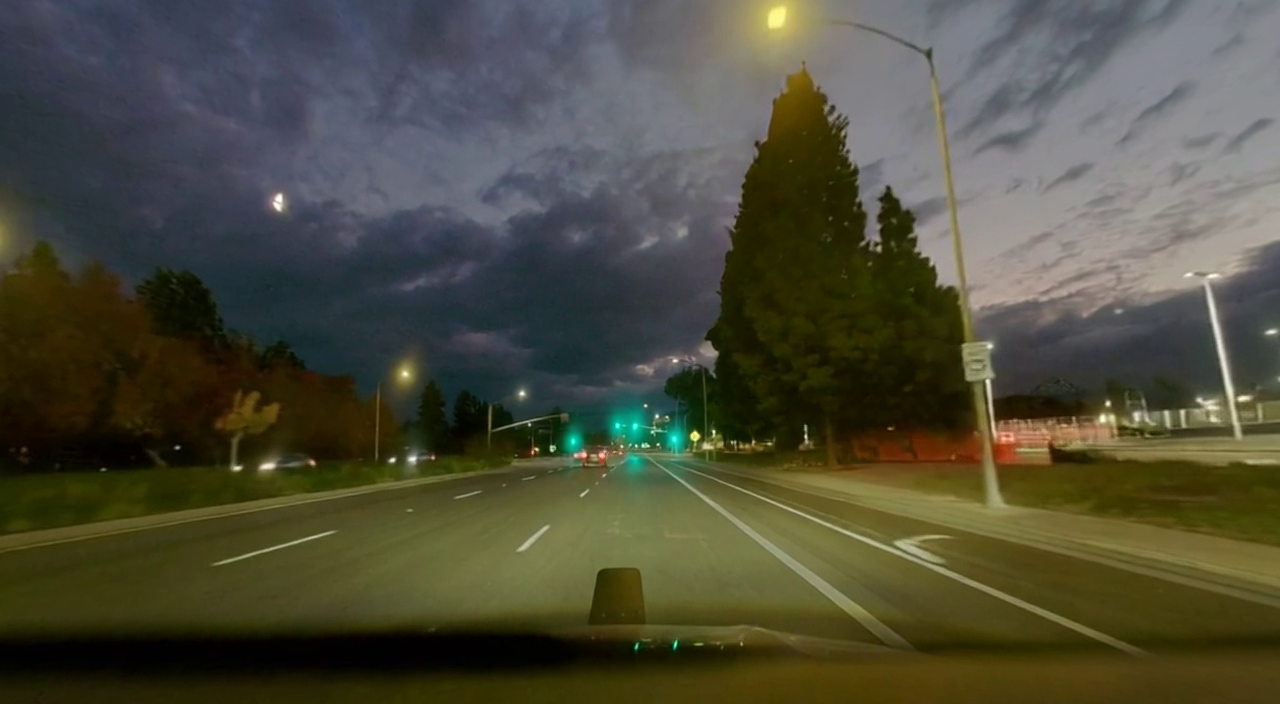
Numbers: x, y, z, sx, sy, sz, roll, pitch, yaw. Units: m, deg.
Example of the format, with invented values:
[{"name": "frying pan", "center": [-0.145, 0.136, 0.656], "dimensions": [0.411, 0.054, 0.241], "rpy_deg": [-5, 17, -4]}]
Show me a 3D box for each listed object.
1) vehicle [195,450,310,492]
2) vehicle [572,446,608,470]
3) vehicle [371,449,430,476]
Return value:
[{"name": "vehicle", "center": [-15.448, 4.718, 25.493], "dimensions": [1.899, 1.518, 4.305], "rpy_deg": [0, -8, 0]}, {"name": "vehicle", "center": [-3.491, 7.490, 44.838], "dimensions": [2.121, 1.654, 3.993], "rpy_deg": [0, -8, 1]}, {"name": "vehicle", "center": [-15.242, 7.046, 40.464], "dimensions": [1.974, 1.602, 4.542], "rpy_deg": [0, -8, 1]}]
